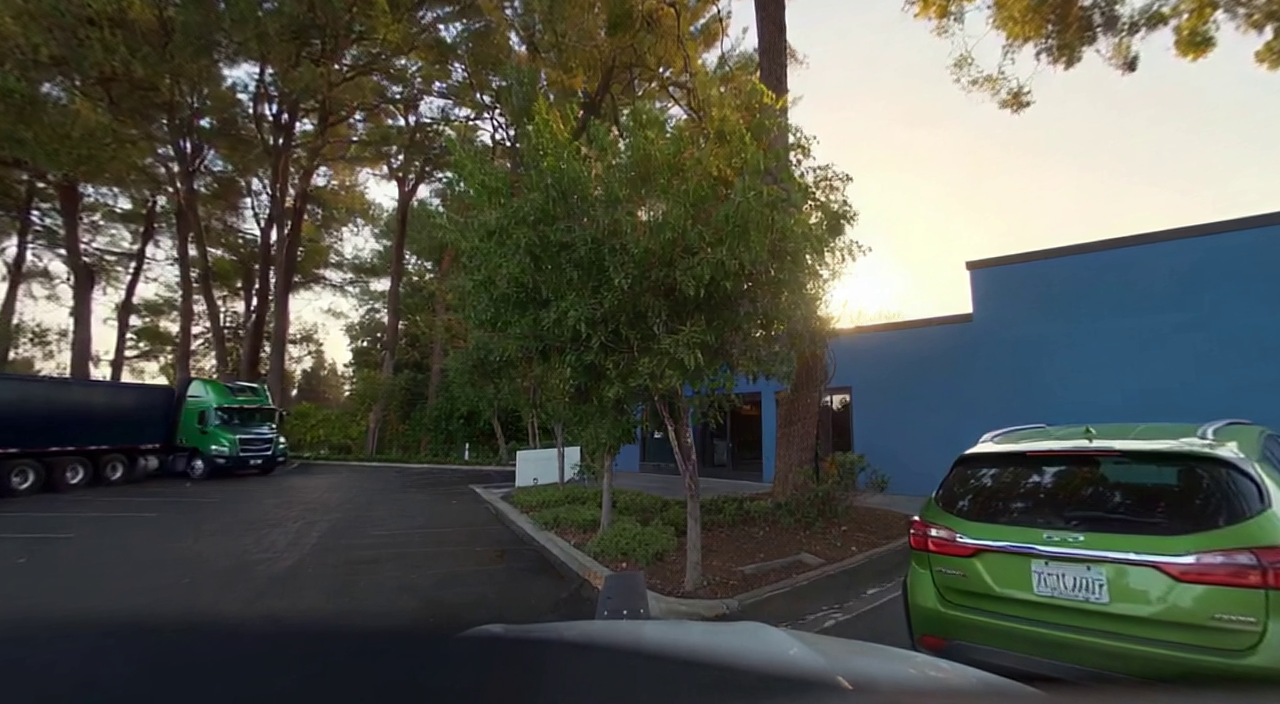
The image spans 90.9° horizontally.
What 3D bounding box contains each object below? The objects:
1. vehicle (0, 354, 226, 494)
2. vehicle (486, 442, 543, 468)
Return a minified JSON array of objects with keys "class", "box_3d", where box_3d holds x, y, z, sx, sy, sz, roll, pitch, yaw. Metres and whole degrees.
[{"class":"vehicle","box_3d":[-19.980,2.728,22.400,11.906,4.069,2.948,-5,-10,27]},{"class":"vehicle","box_3d":[-7.759,6.413,39.210,1.809,1.506,3.473,-4,-10,23]}]
